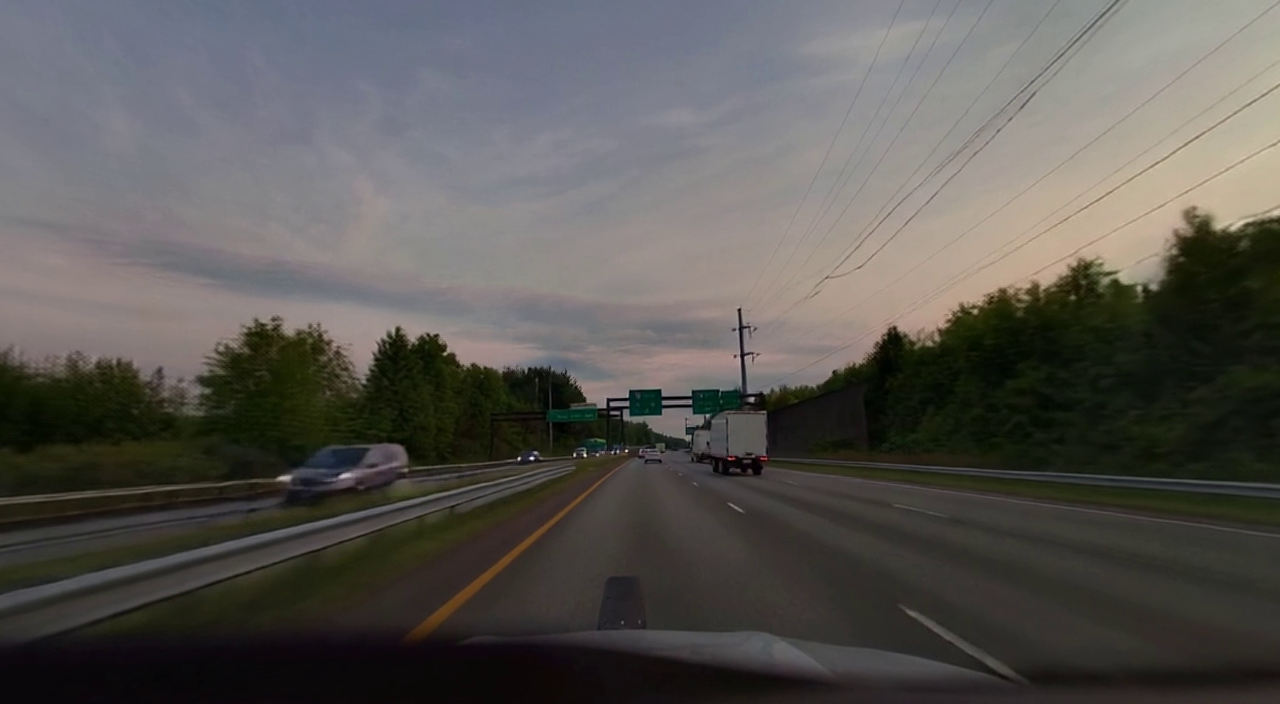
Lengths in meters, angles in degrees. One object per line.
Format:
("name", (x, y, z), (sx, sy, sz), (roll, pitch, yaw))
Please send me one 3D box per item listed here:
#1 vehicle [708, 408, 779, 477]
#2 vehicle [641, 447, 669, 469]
("vehicle", (5.448, 4.978, 34.478), (2.743, 3.367, 7.306), (0, -9, 1))
("vehicle", (1.105, 7.845, 46.808), (2.049, 1.500, 3.790), (0, -9, 1))
